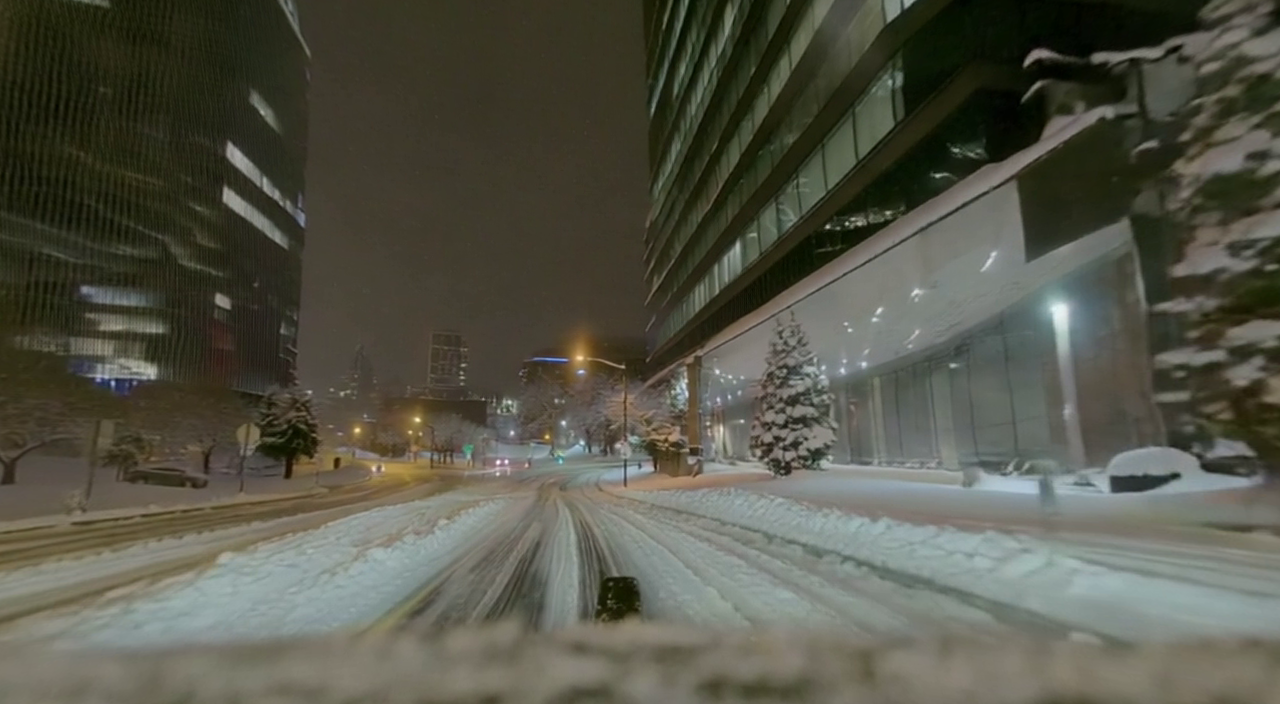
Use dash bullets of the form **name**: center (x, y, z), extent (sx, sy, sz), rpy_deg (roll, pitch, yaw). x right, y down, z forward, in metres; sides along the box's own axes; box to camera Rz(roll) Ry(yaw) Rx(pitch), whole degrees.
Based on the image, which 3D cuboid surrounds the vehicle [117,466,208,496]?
- **vehicle**: center (-31.010, 8.338, 41.068), extent (4.473, 1.778, 2.125), rpy_deg (-2, -9, 10)
